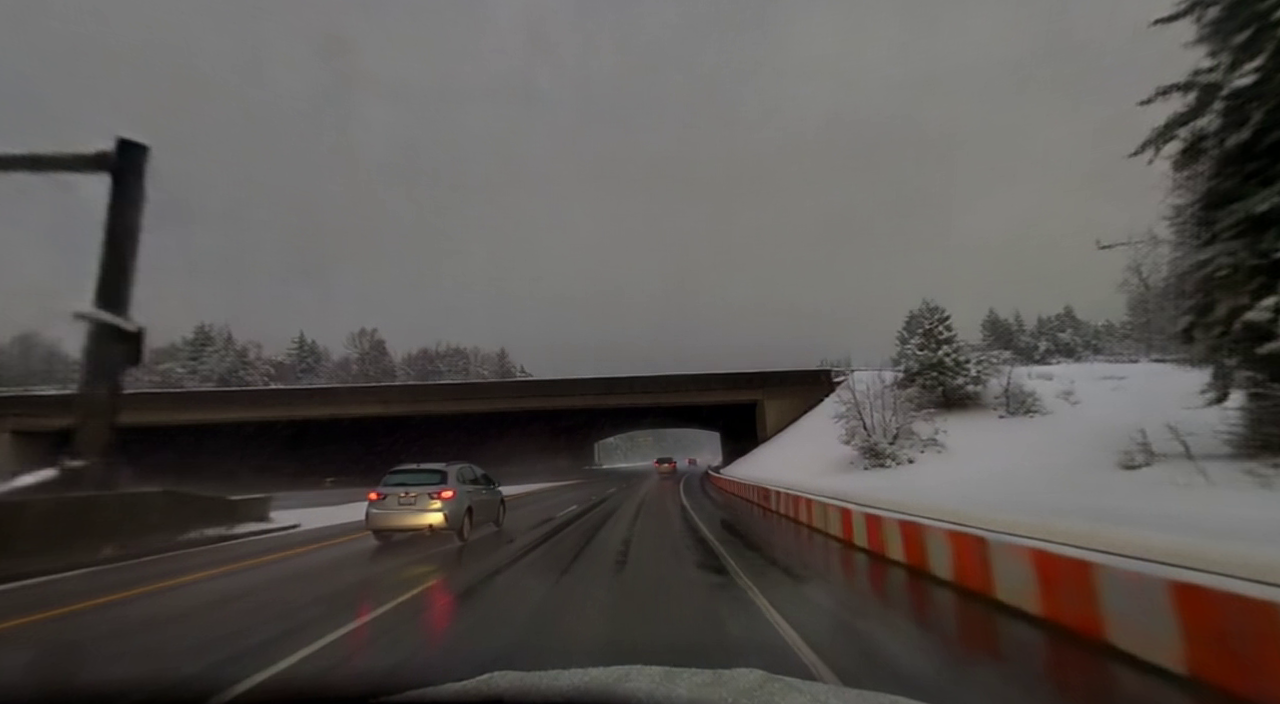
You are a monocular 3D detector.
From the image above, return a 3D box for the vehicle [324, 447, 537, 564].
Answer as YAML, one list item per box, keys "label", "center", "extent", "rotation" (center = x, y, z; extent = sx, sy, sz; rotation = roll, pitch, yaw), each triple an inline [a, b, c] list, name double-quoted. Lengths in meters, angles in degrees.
- label: "vehicle"
  center: [-3.041, 2.331, 10.089]
  extent: [1.992, 1.466, 3.690]
  rotation: [0, -10, 2]
